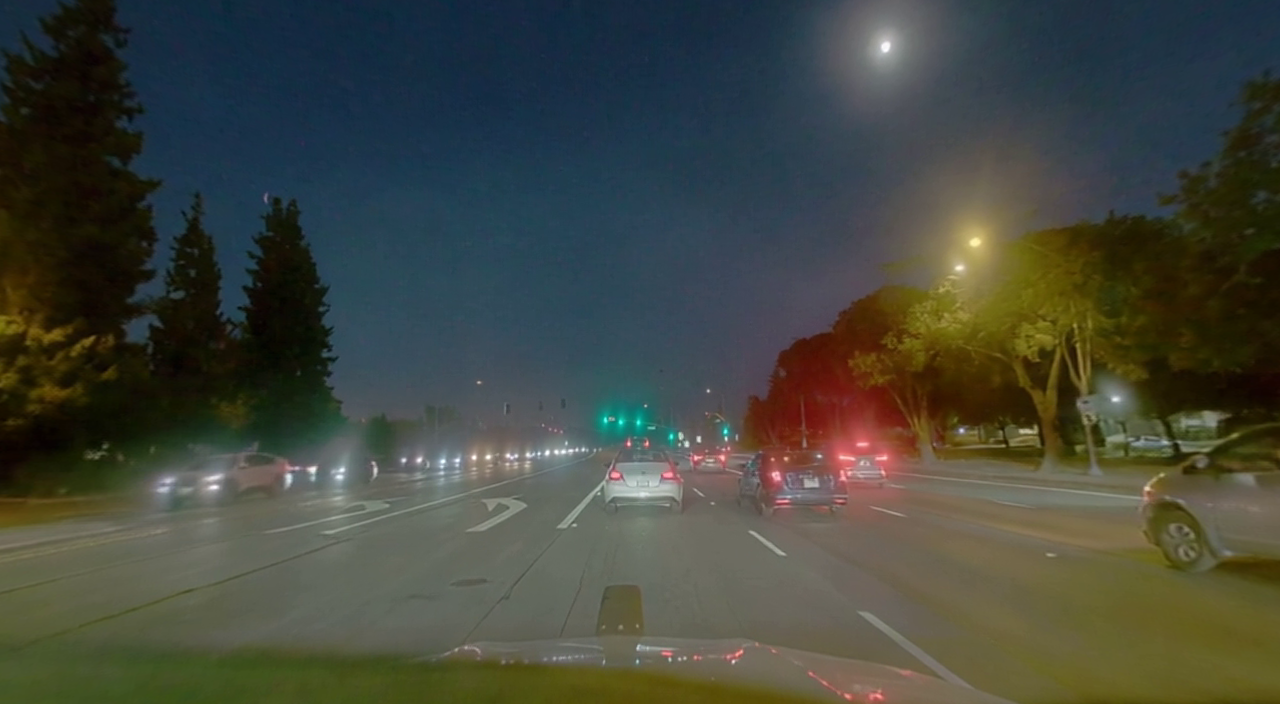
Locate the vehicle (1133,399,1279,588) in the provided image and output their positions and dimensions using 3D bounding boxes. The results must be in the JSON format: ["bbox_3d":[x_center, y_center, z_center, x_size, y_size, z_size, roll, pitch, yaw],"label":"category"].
[{"bbox_3d":[6.936,1.229,5.311,1.987,1.730,4.373,0,-9,0],"label":"vehicle"}]

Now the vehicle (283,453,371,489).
[{"bbox_3d":[-14.480,5.498,29.595,2.018,1.469,4.916,1,-9,-6],"label":"vehicle"}]

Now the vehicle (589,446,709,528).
[{"bbox_3d":[0.088,2.558,12.607,1.990,1.347,4.067,0,-9,-2],"label":"vehicle"}]

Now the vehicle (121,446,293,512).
[{"bbox_3d":[-12.304,3.586,18.389,1.963,1.649,4.290,0,-9,0],"label":"vehicle"}]

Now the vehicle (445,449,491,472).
[{"bbox_3d":[-12.199,7.729,45.133,2.002,1.500,4.536,0,-9,0],"label":"vehicle"}]

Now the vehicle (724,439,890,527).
[{"bbox_3d":[3.131,2.562,13.087,1.970,1.445,4.974,0,-9,-1],"label":"vehicle"}]
